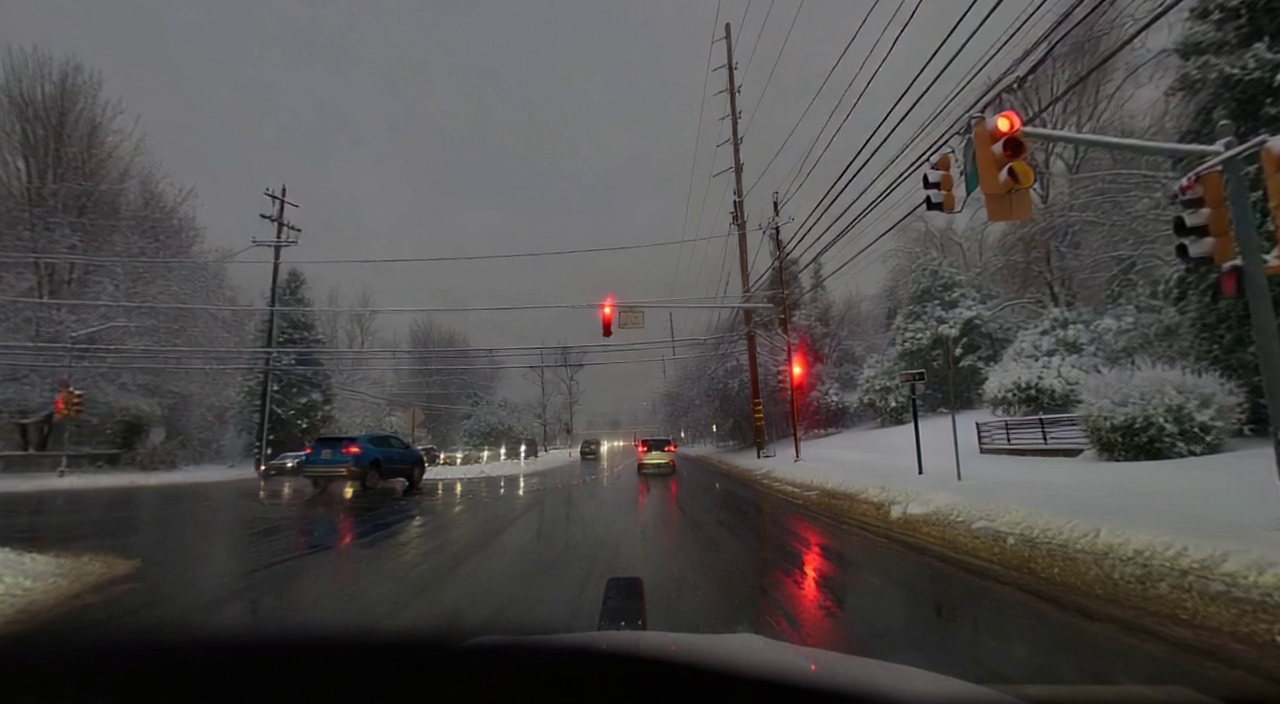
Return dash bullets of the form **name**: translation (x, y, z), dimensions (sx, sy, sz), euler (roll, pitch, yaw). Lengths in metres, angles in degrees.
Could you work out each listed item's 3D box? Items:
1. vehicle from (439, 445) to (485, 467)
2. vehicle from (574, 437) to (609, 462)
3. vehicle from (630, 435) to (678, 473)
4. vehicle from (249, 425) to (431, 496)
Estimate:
- **vehicle**: translation (-12.635, 7.420, 44.900), dimensions (1.841, 1.477, 4.485), euler (-1, -8, 2)
- **vehicle**: translation (-3.680, 7.526, 48.539), dimensions (2.046, 1.763, 4.574), euler (-1, -8, 4)
- **vehicle**: translation (0.763, 4.989, 30.905), dimensions (2.010, 1.681, 4.682), euler (-1, -9, 5)
- **vehicle**: translation (-9.430, 3.411, 20.137), dimensions (2.175, 1.957, 4.686), euler (-7, -11, 37)
